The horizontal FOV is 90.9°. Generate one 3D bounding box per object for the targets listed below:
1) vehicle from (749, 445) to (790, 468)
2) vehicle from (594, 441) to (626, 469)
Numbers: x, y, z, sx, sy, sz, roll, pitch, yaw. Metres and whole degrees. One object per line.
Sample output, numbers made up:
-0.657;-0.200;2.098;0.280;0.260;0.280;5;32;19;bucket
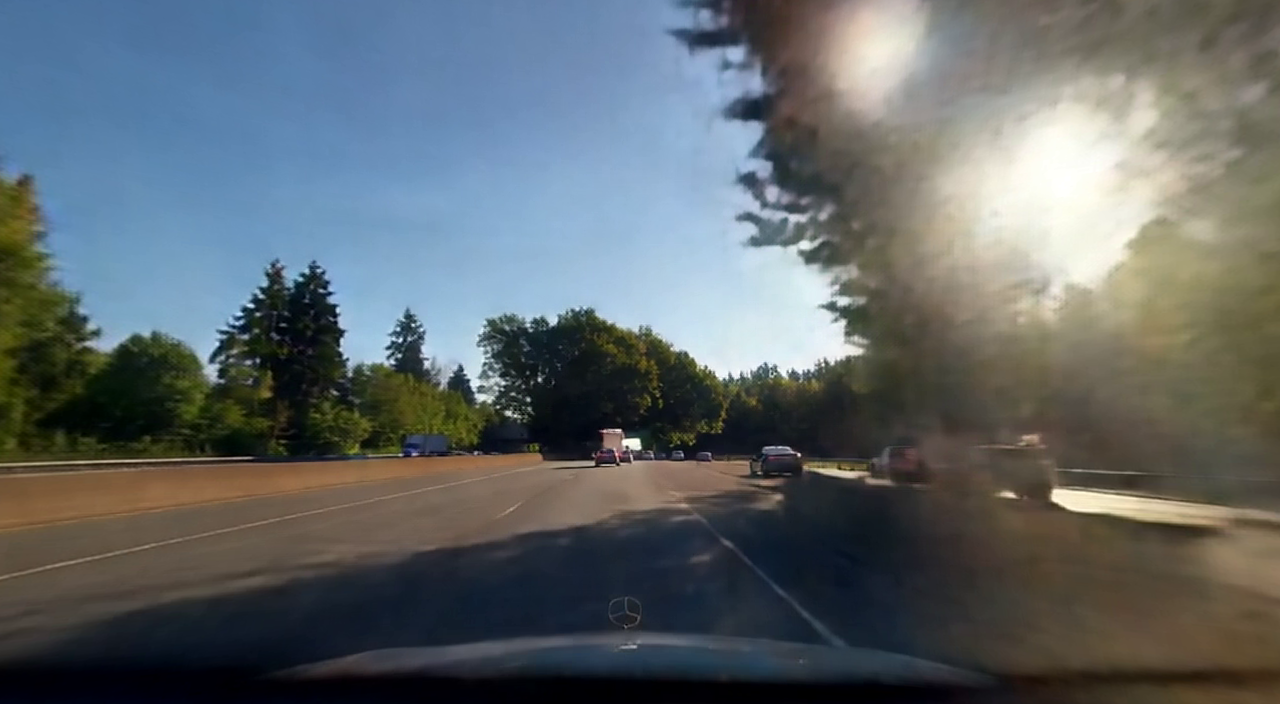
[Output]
9.646;7.822;47.194;1.989;1.591;4.348;0;-9;-3;vehicle
-2.132;7.330;44.997;2.167;1.847;4.097;0;-9;-3;vehicle
